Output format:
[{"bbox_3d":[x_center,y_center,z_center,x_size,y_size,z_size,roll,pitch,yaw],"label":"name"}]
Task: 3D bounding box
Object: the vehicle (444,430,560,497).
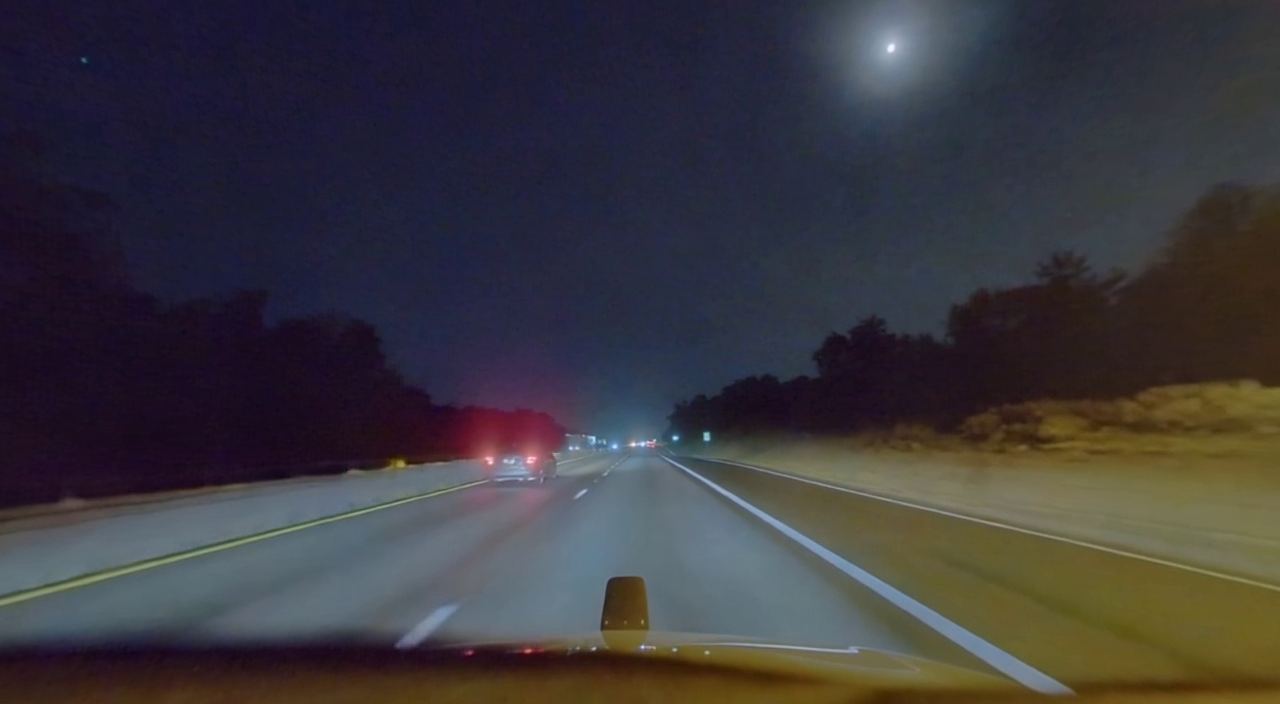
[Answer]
[{"bbox_3d":[-3.487,2.896,16.782,2.051,1.531,4.250,0,-8,1],"label":"vehicle"}]
